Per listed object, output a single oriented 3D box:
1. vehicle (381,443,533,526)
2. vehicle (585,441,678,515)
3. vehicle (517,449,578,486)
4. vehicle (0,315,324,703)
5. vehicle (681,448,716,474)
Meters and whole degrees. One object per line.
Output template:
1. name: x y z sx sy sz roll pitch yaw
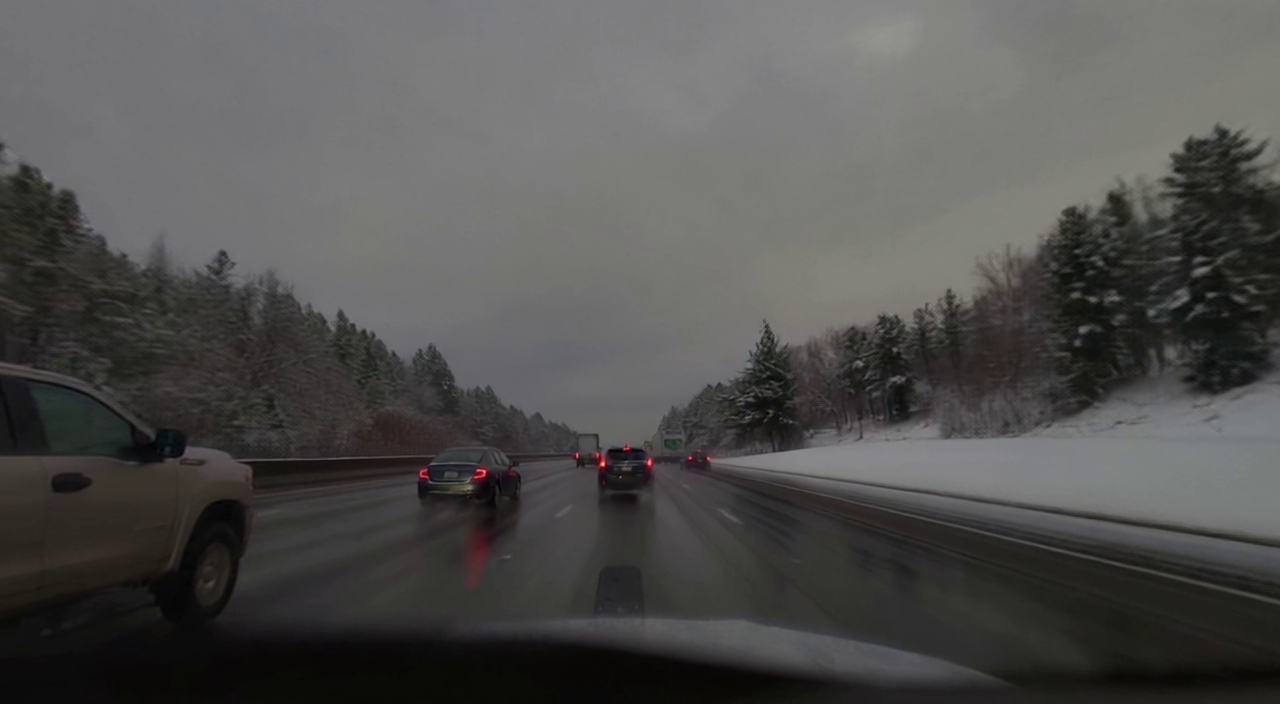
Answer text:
1. vehicle: -3.732 2.784 13.833 1.988 1.501 4.438 0 -9 0
2. vehicle: -0.198 2.994 15.406 1.996 1.574 3.426 0 -9 -1
3. vehicle: -3.995 5.056 27.947 1.999 1.484 4.269 0 -9 0
4. vehicle: -3.921 0.831 2.981 2.243 1.889 4.949 0 -9 0
5. vehicle: 3.762 7.087 41.173 1.858 1.537 3.838 0 -9 -1
